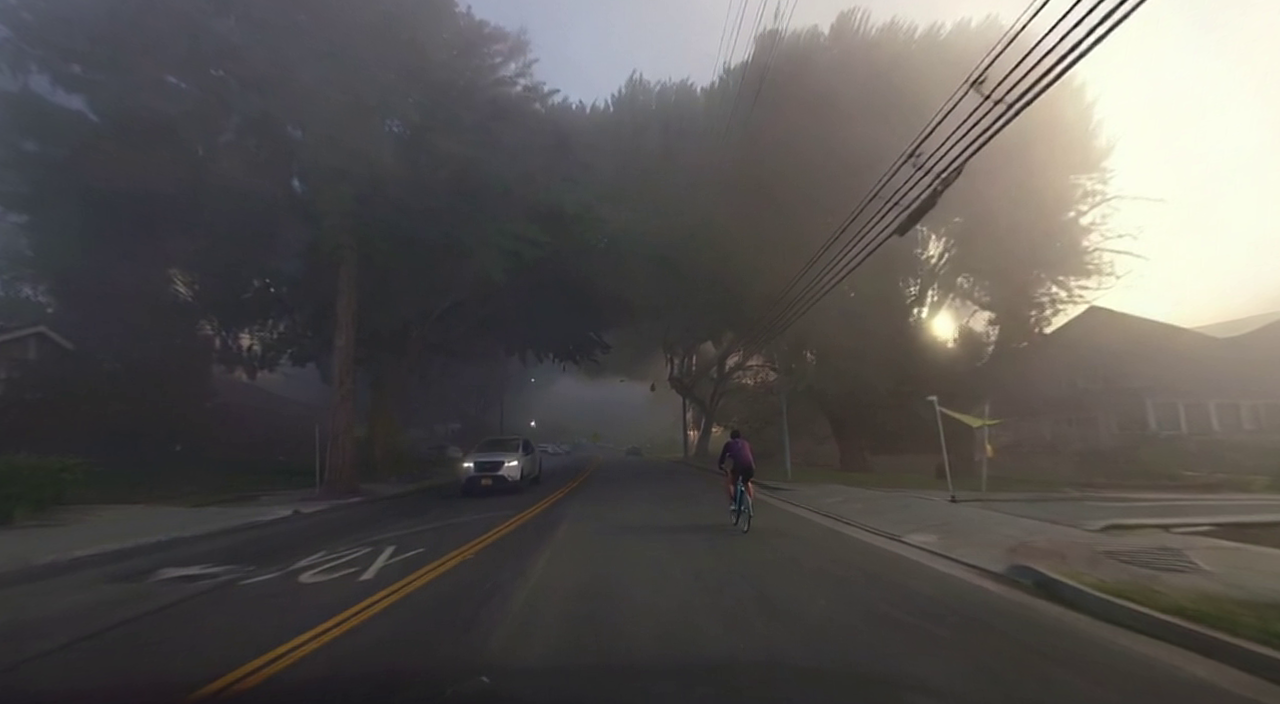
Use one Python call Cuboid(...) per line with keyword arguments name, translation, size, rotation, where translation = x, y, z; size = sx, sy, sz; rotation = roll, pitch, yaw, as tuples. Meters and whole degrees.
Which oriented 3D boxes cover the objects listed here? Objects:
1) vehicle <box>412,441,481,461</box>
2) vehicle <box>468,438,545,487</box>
Cuboid(name="vehicle", translation=(-15.142, 7.749, 49.654), size=(4.805, 1.508, 1.954), rotation=(0, -9, -1))
Cuboid(name="vehicle", translation=(-5.212, 4.383, 25.373), size=(2.073, 1.761, 4.589), rotation=(0, -8, 0))
